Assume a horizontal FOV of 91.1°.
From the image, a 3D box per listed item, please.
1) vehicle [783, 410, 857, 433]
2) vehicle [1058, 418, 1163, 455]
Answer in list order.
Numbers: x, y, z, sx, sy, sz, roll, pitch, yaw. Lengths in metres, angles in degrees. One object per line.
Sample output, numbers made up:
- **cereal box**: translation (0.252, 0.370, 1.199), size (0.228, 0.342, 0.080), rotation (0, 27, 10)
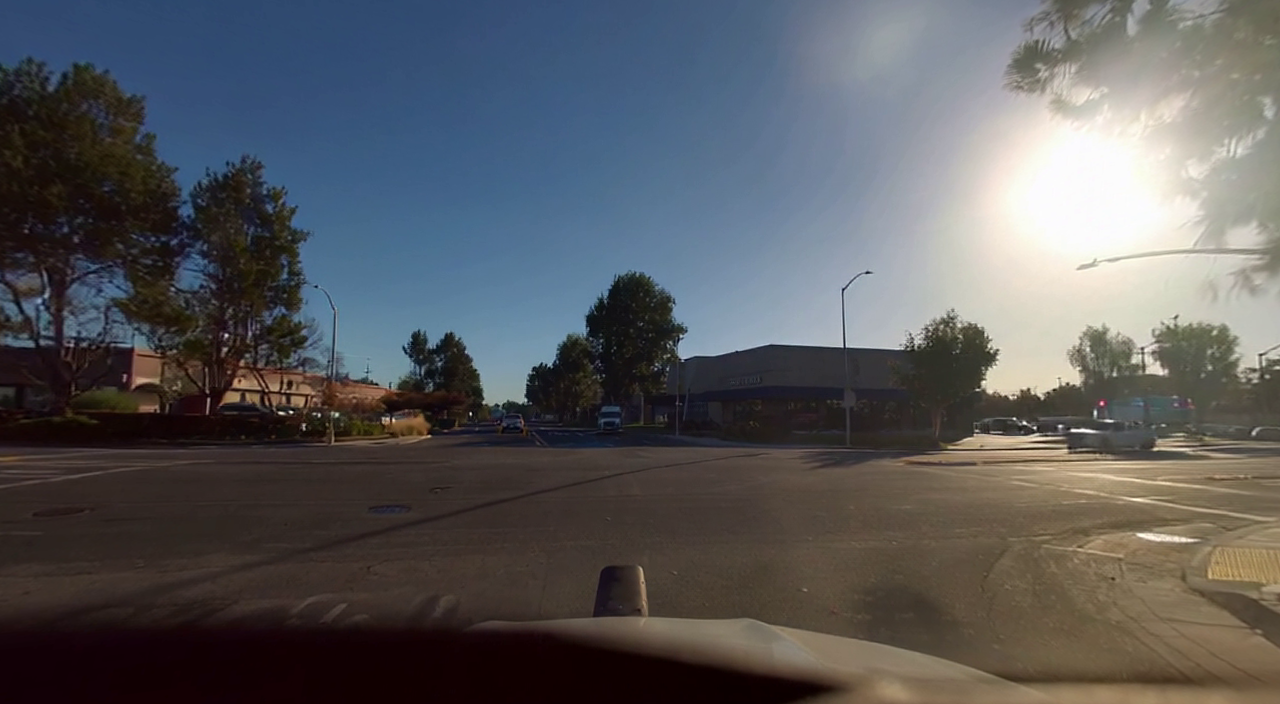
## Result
- **vehicle**: translation (12.514, 4.826, 43.598), size (4.674, 1.483, 1.745), rotation (2, -9, -16)
- **vehicle**: translation (24.809, 4.479, 33.068), size (5.333, 1.837, 2.124), rotation (4, -10, -27)
